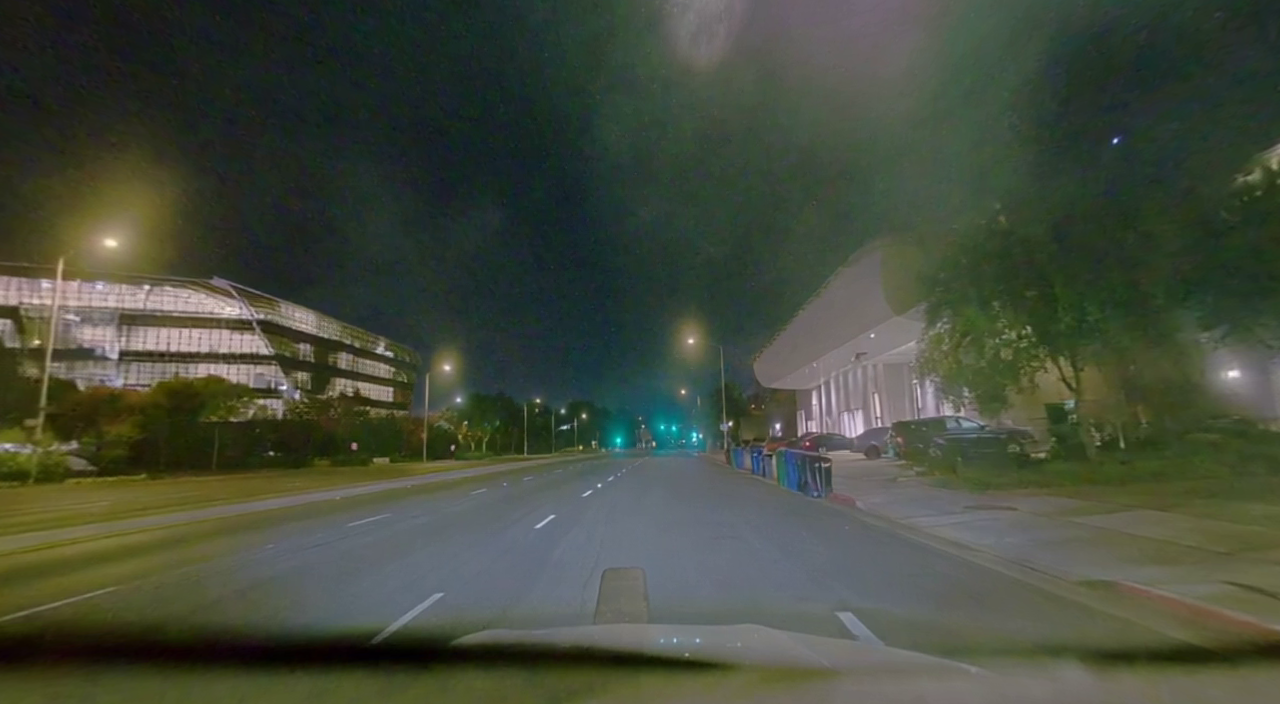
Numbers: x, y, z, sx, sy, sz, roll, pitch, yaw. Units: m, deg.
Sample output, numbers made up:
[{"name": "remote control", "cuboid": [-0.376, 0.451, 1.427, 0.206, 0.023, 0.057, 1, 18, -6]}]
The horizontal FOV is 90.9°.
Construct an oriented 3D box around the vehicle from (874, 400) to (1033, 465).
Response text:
[{"name": "vehicle", "cuboid": [12.625, 3.319, 25.708, 5.136, 1.945, 2.153, -7, -9, 3]}]
